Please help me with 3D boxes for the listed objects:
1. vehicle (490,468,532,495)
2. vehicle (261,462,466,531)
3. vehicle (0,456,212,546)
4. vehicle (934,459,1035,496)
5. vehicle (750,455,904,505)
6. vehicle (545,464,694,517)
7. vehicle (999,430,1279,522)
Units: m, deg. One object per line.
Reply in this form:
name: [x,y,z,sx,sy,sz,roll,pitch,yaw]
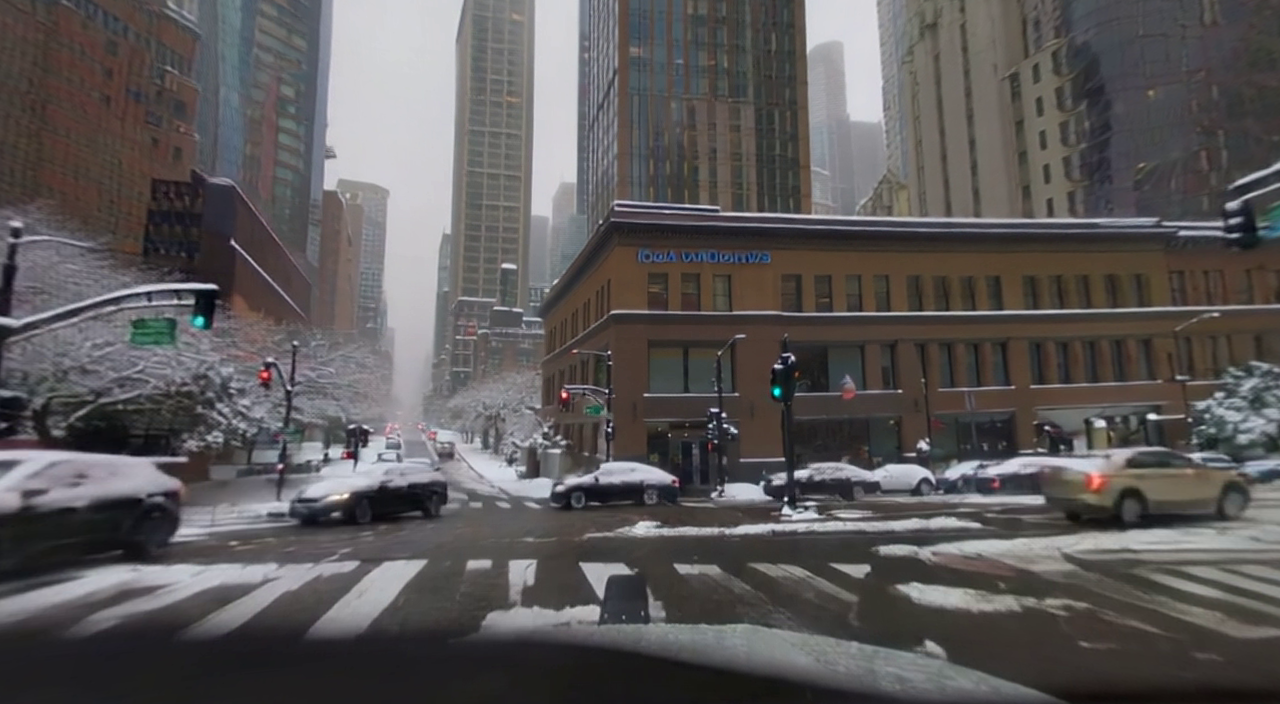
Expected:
vehicle: [-9.463,9.498,46.599,1.950,1.768,4.396,-1,-9,2]
vehicle: [-7.247,3.776,17.130,1.891,1.502,4.766,-6,-11,32]
vehicle: [-12.715,3.215,14.264,1.969,1.674,4.748,-3,-9,15]
vehicle: [18.668,6.795,34.292,4.289,1.875,1.963,0,-9,-2]
vehicle: [6.448,4.437,22.115,4.749,1.624,1.926,0,-9,-3]
vehicle: [-0.613,4.323,20.107,4.371,1.439,1.818,5,-11,-31]
vehicle: [11.036,2.641,13.922,5.072,1.746,2.328,2,-9,-14]
